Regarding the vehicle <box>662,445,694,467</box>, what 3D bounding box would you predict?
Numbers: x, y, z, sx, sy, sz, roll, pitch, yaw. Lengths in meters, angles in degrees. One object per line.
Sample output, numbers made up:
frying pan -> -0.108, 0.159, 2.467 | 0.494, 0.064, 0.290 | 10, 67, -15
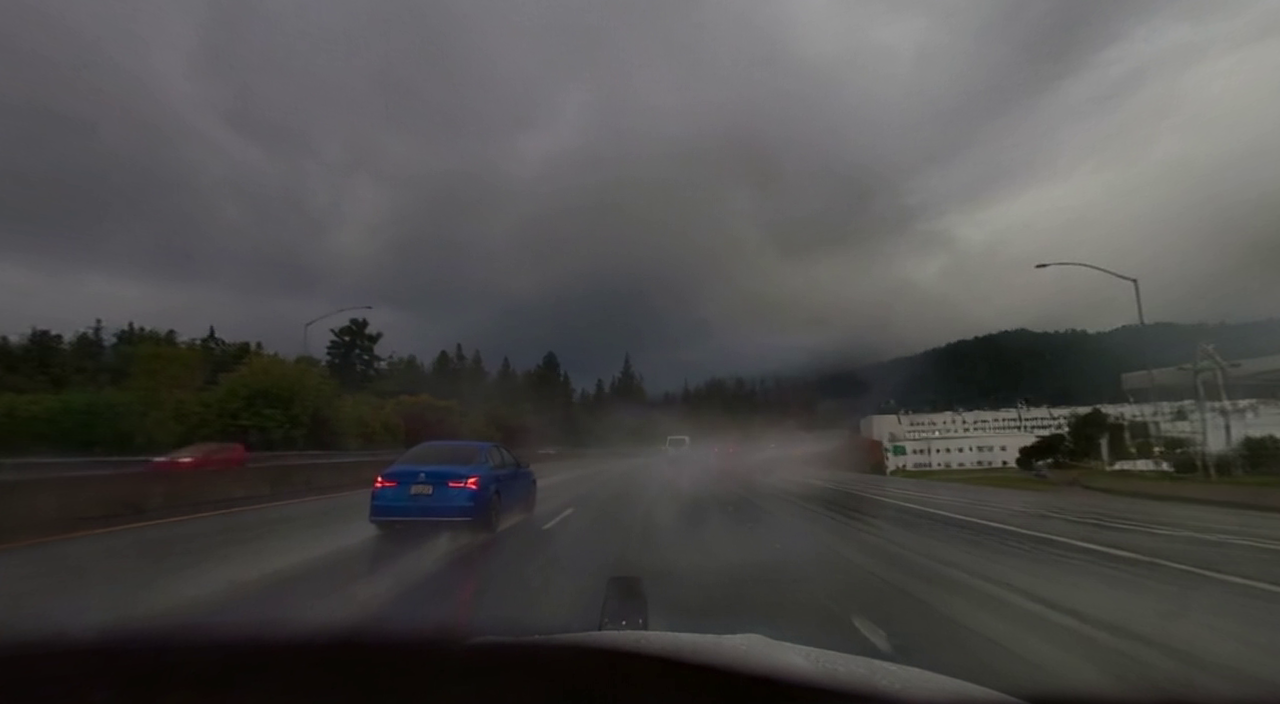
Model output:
vehicle -> 2.673, 7.309, 44.318 | 2.158, 1.458, 3.656 | -1, -9, 4

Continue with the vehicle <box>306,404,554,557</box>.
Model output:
vehicle -> -2.867, 1.918, 10.096 | 2.185, 1.823, 4.854 | 0, -9, 2
